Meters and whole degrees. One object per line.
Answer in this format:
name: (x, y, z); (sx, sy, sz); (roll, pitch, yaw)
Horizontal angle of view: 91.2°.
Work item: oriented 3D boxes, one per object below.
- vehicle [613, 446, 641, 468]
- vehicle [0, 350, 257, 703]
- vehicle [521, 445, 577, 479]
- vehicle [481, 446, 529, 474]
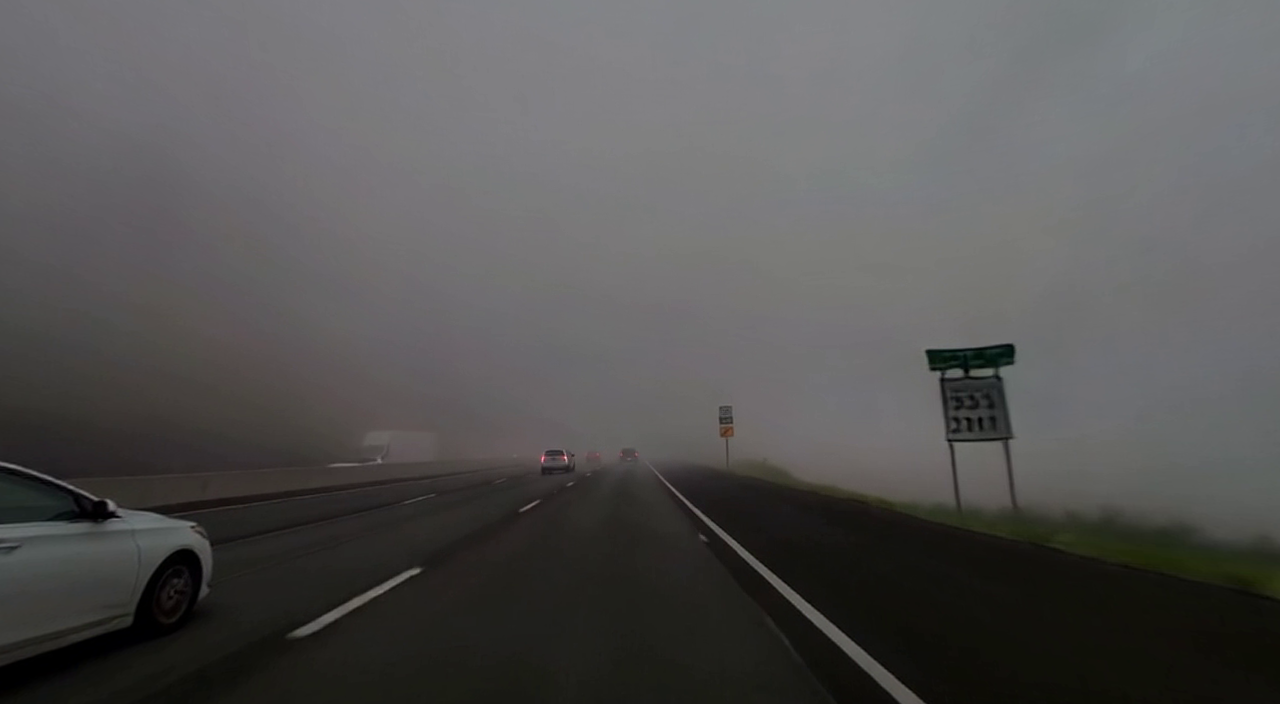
vehicle: (-0.955, 7.723, 46.241); (2.023, 1.479, 3.718); (0, -9, -1)
vehicle: (-4.066, 0.838, 2.613); (2.074, 1.779, 4.588); (0, -9, -1)
vehicle: (-4.180, 5.121, 29.411); (1.988, 1.477, 4.118); (0, -9, 0)
vehicle: (-7.869, 6.320, 36.785); (1.936, 1.516, 3.904); (0, -9, 0)
